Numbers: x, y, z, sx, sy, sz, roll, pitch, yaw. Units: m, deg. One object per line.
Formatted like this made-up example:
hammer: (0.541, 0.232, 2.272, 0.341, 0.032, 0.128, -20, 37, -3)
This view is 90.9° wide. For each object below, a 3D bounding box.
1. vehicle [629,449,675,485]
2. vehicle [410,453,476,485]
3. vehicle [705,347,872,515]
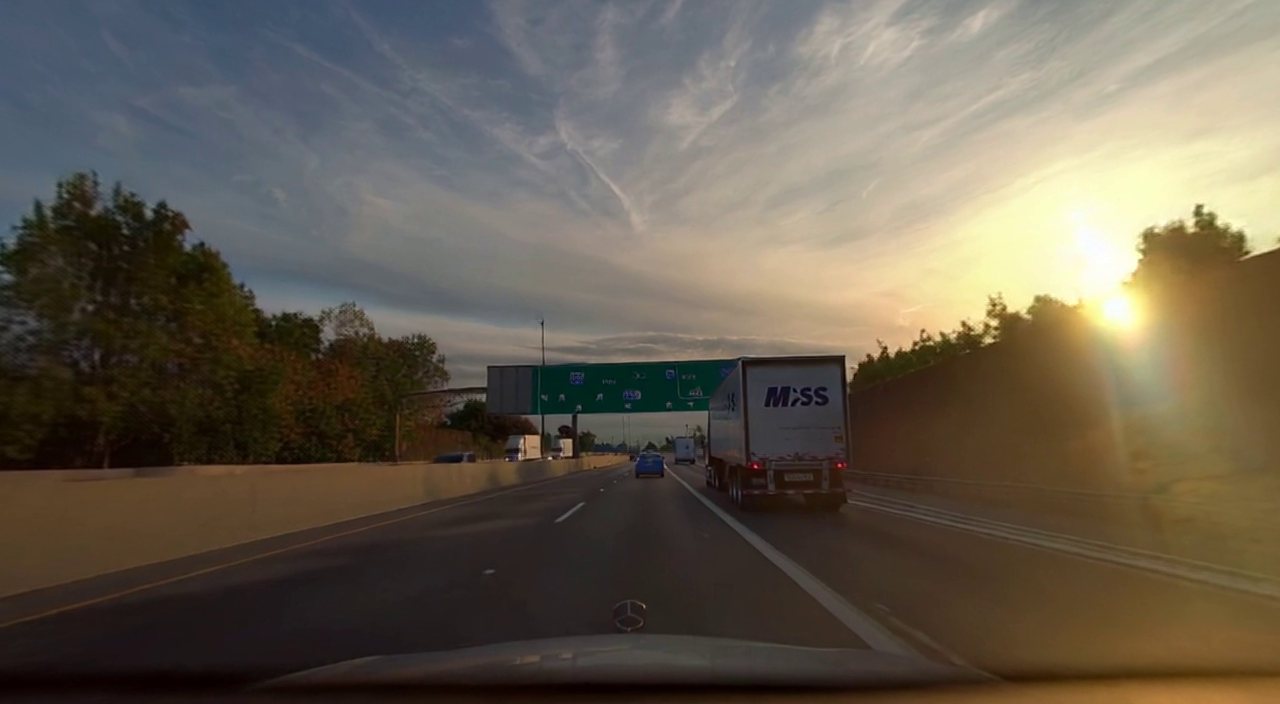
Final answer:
vehicle: (0.582, 5.592, 31.045, 2.121, 1.642, 3.828, 0, -9, 1)
vehicle: (-9.917, 5.892, 32.058, 1.884, 1.490, 4.219, 0, -9, 2)
vehicle: (4.329, 2.991, 22.560, 3.002, 4.104, 14.174, 0, -9, 2)
